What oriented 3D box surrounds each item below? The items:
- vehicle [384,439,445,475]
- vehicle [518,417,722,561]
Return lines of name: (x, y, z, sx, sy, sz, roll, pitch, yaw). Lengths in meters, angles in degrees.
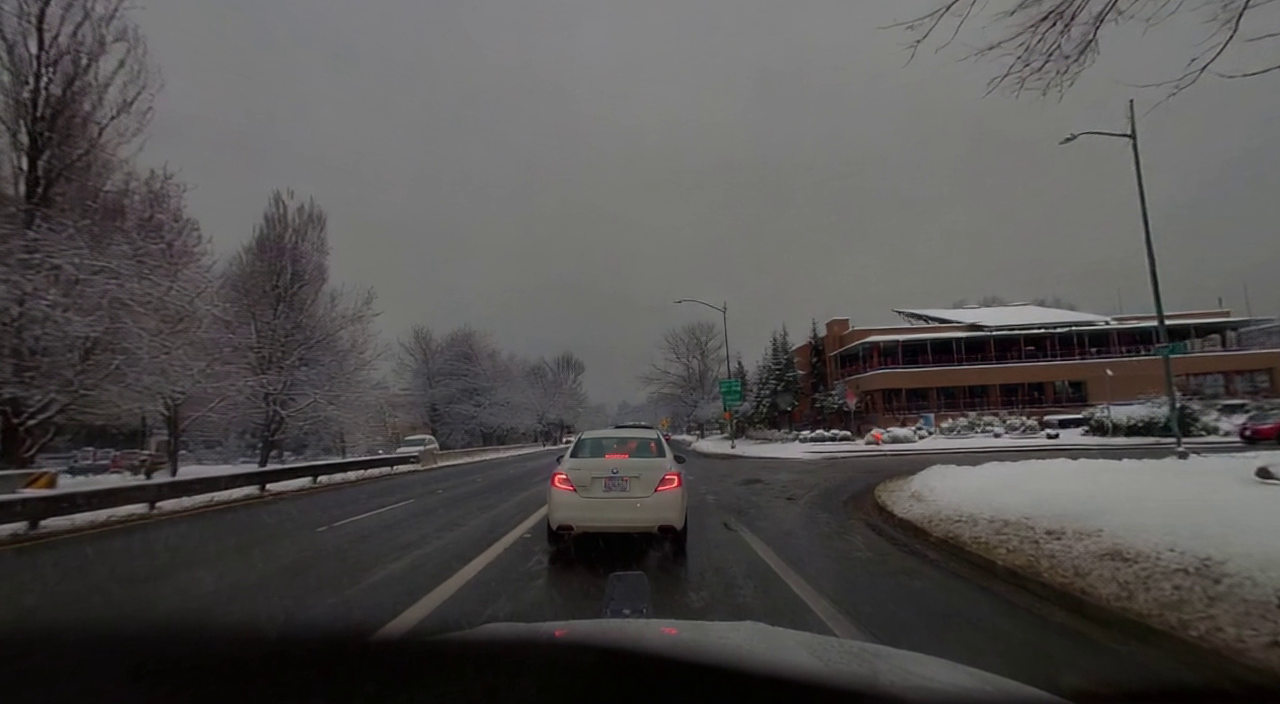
vehicle: (-10.208, 4.656, 28.327, 2.072, 1.465, 4.394, 4, -9, -25)
vehicle: (-0.215, 1.725, 8.649, 2.112, 1.482, 4.076, 0, -8, 0)
